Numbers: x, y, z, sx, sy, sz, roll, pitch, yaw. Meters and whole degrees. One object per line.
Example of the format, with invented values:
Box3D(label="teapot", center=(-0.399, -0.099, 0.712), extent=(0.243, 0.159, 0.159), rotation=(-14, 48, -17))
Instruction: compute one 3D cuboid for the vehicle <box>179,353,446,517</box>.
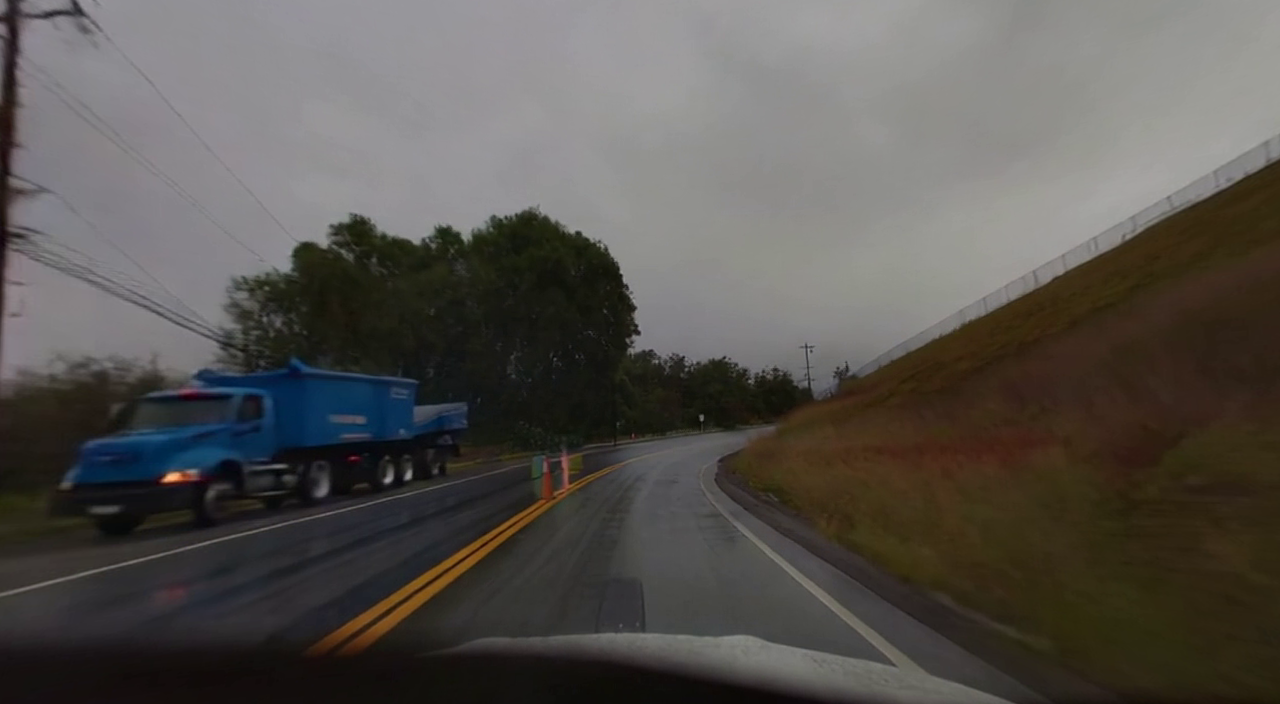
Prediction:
Box3D(label="vehicle", center=(-7.885, 2.149, 16.596), extent=(3.031, 3.185, 7.053), rotation=(-4, -7, 2))
